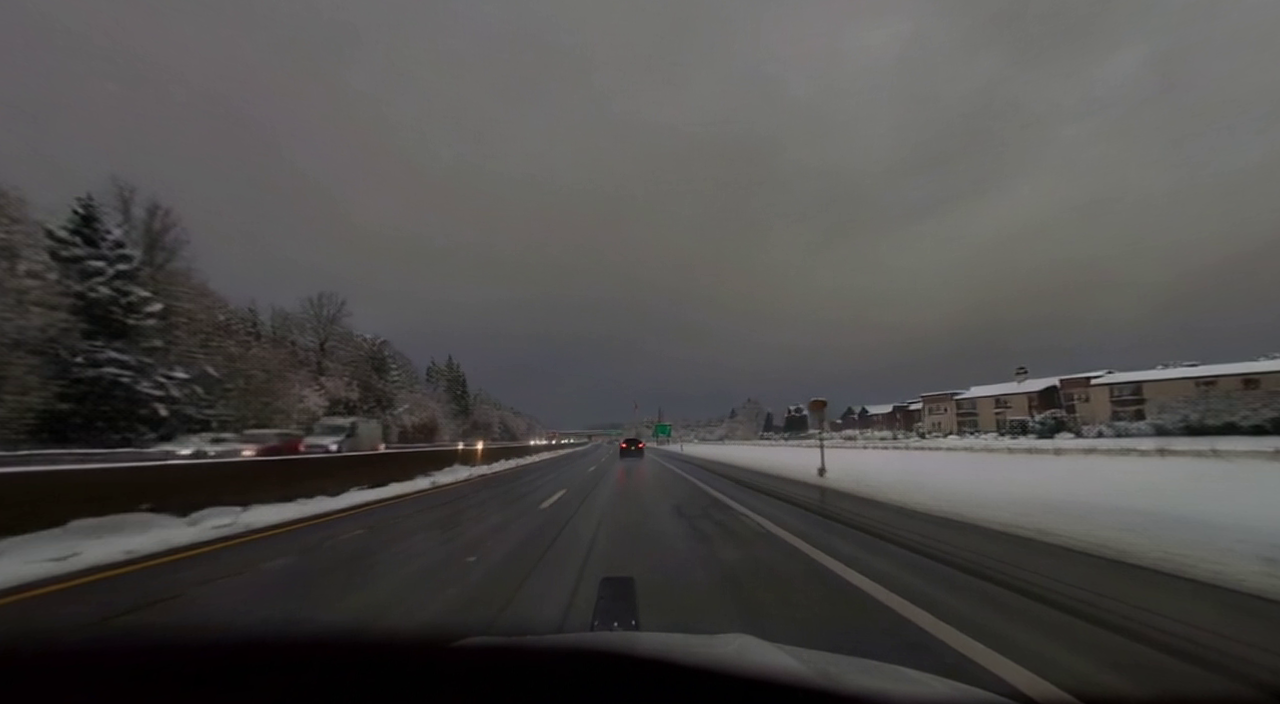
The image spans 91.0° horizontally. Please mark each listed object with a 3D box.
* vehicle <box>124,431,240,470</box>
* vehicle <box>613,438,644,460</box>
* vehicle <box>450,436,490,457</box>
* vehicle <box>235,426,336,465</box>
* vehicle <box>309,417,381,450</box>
[{"bbox_3d":[-19.960,4.304,27.710,1.926,1.524,4.334,0,-8,-2],"label":"vehicle"},{"bbox_3d":[-0.868,6.960,45.239,2.099,1.504,3.843,0,-8,-2],"label":"vehicle"},{"bbox_3d":[-12.989,7.215,48.321,1.901,1.507,4.711,0,-8,-1],"label":"vehicle"},{"bbox_3d":[-16.238,4.318,29.150,2.092,1.633,4.489,0,-8,-1],"label":"vehicle"},{"bbox_3d":[-16.334,4.584,35.102,1.945,1.723,4.462,0,-8,-1],"label":"vehicle"}]
